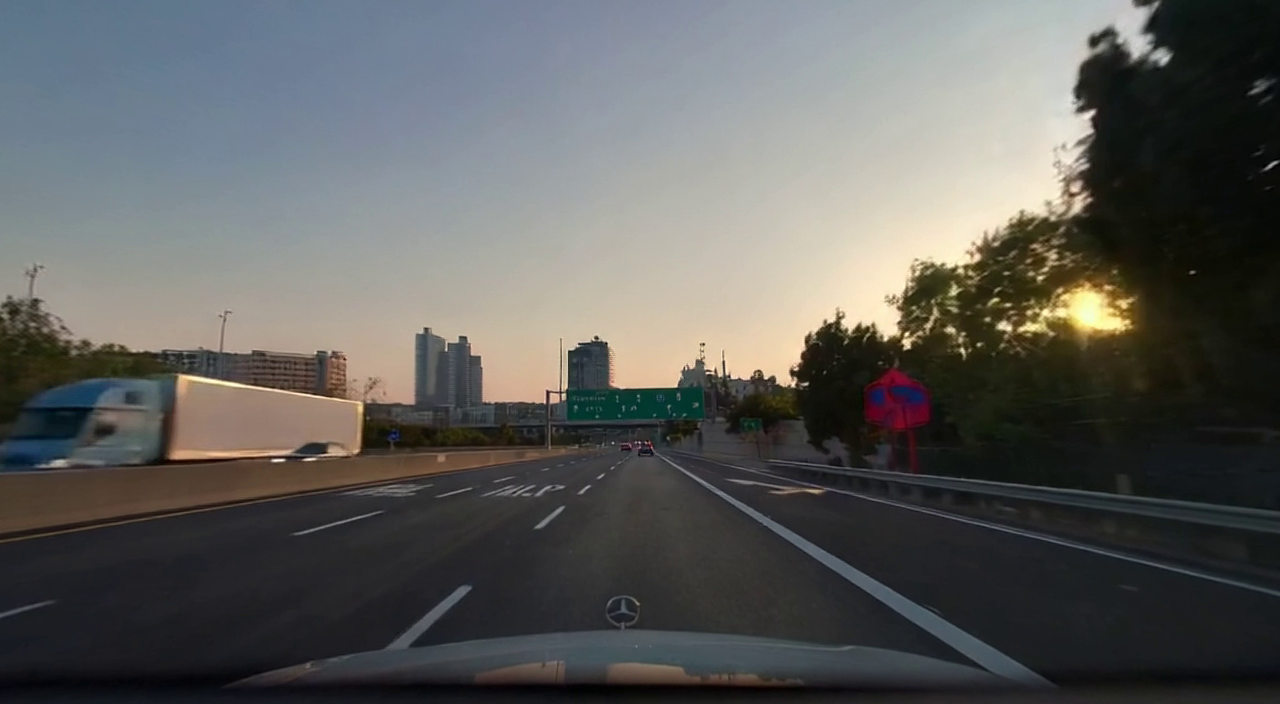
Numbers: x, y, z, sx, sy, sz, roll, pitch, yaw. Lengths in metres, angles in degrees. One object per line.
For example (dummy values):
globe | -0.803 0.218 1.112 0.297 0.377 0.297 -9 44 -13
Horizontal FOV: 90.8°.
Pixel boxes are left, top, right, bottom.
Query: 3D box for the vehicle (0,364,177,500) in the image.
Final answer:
vehicle | -18.527 2.698 21.185 3.251 4.162 3.126 0 -9 0

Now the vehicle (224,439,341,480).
vehicle | -14.594 4.428 26.133 2.058 1.513 4.691 0 -9 1
